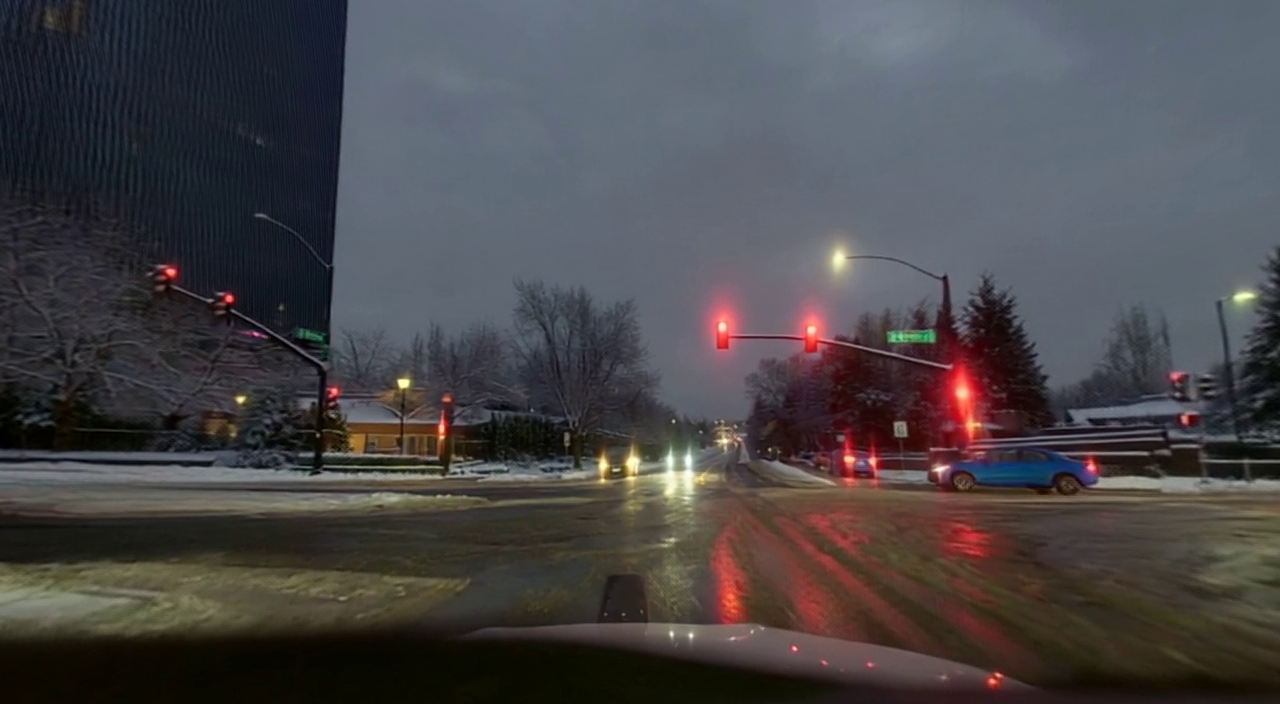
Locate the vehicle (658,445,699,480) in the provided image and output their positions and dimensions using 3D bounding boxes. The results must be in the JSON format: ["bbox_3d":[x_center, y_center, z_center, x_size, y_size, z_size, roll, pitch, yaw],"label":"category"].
[{"bbox_3d":[2.049,5.790,33.262,2.018,1.699,4.751,-1,-8,4],"label":"vehicle"}]

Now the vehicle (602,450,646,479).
[{"bbox_3d":[-0.848,6.522,36.597,2.068,1.486,4.664,-1,-8,5],"label":"vehicle"}]

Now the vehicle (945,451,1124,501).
[{"bbox_3d":[13.379,4.162,21.495,4.896,1.503,1.971,-6,-10,35],"label":"vehicle"}]
